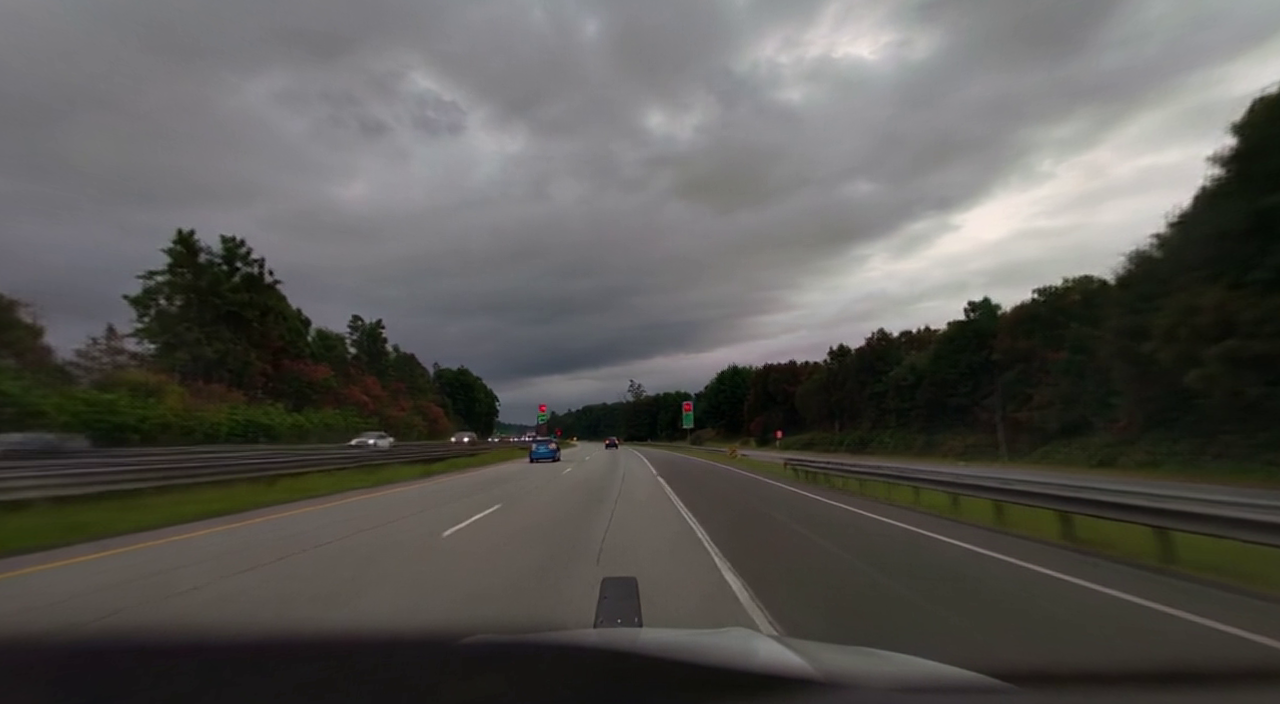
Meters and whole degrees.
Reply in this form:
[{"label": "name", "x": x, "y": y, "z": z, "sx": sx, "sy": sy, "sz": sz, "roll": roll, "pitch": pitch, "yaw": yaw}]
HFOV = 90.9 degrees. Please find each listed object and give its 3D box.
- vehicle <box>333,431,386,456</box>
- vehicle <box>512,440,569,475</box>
[{"label": "vehicle", "x": -20.682, "y": 6.756, "z": 46.702, "sx": 1.923, "sy": 1.691, "sz": 4.650, "roll": 0, "pitch": -8, "yaw": -1}, {"label": "vehicle", "x": -4.145, "y": 4.431, "z": 26.795, "sx": 1.874, "sy": 1.369, "sz": 3.875, "roll": 0, "pitch": -8, "yaw": -1}]
